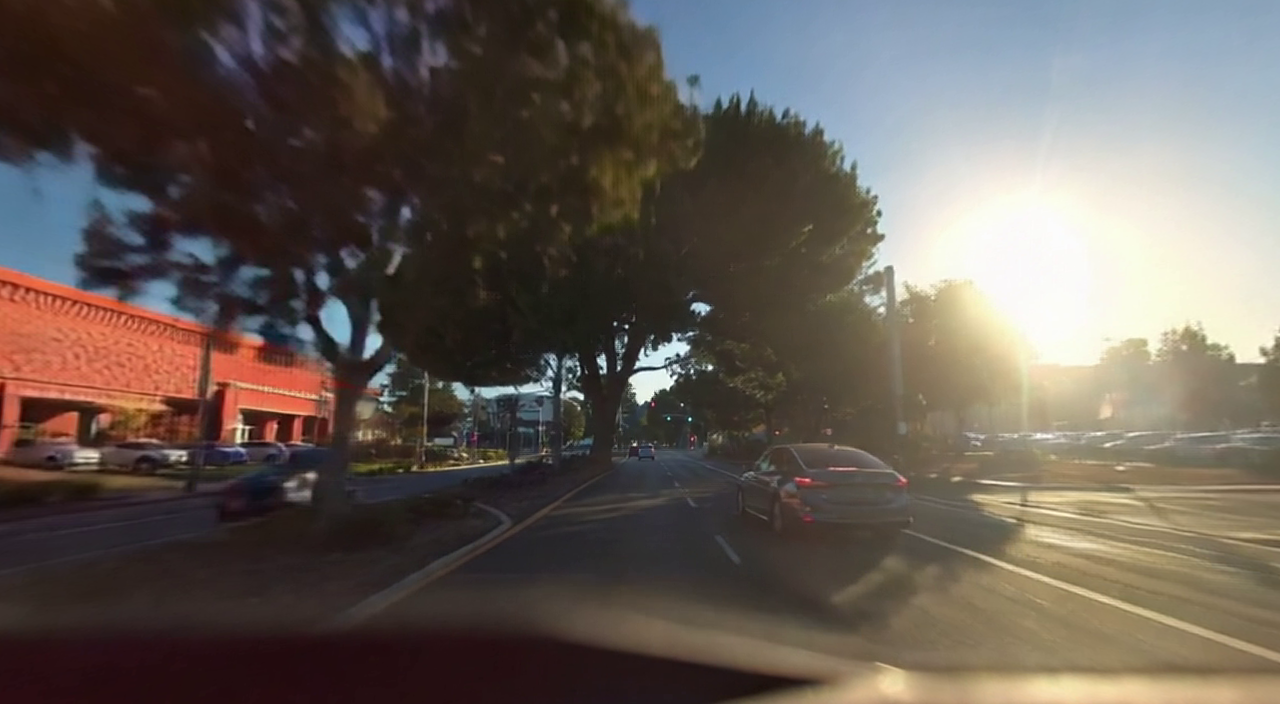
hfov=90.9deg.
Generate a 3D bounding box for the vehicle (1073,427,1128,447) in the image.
[{"bbox_3d":[35.544,6.617,48.768,1.793,1.488,4.488,-2,-9,14],"label":"vehicle"}]

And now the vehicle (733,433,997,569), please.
[{"bbox_3d":[2.846,2.009,9.372,2.091,1.472,4.697,0,-9,-1],"label":"vehicle"}]

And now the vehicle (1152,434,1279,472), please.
[{"bbox_3d":[23.451,4.080,25.555,1.847,1.411,4.481,-1,-9,4],"label":"vehicle"}]

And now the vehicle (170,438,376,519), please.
[{"bbox_3d":[-7.846,2.715,14.091,1.904,1.501,4.313,0,-9,2],"label":"vehicle"}]

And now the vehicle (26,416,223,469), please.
[{"bbox_3d":[-35.121,6.197,43.251,10.503,3.405,3.038,0,-9,-2],"label":"vehicle"}]

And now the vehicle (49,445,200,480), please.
[{"bbox_3d":[-23.213,4.983,28.535,4.980,1.521,2.089,0,-9,0],"label":"vehicle"}]
